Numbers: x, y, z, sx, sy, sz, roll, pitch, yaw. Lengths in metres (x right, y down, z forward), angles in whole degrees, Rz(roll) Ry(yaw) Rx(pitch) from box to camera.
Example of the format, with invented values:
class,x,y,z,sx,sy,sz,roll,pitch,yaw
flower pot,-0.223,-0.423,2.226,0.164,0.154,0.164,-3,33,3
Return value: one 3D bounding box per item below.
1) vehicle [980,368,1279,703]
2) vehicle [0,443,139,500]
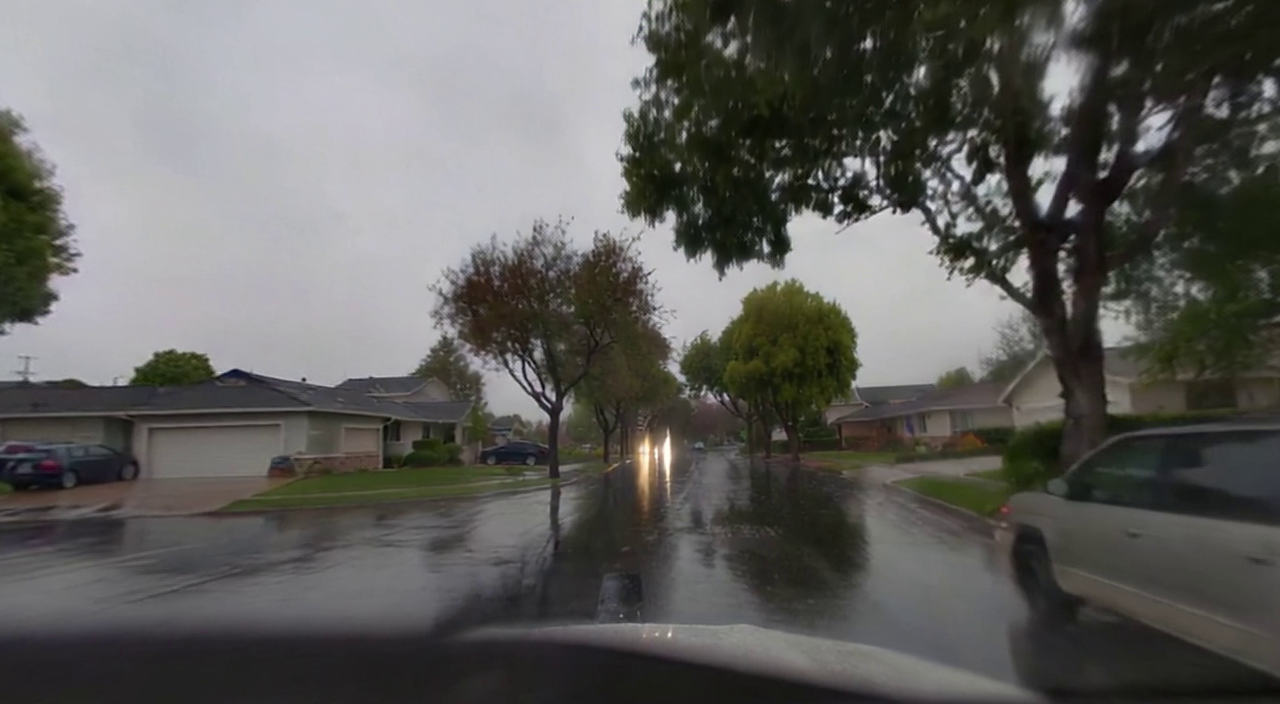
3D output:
class,x,y,z,sx,sy,sz,roll,pitch,yaw
vehicle,3.819,1.027,3.225,2.053,1.737,4.375,-1,-9,6
vehicle,-20.704,4.168,22.471,2.021,1.798,4.491,0,-9,-1
